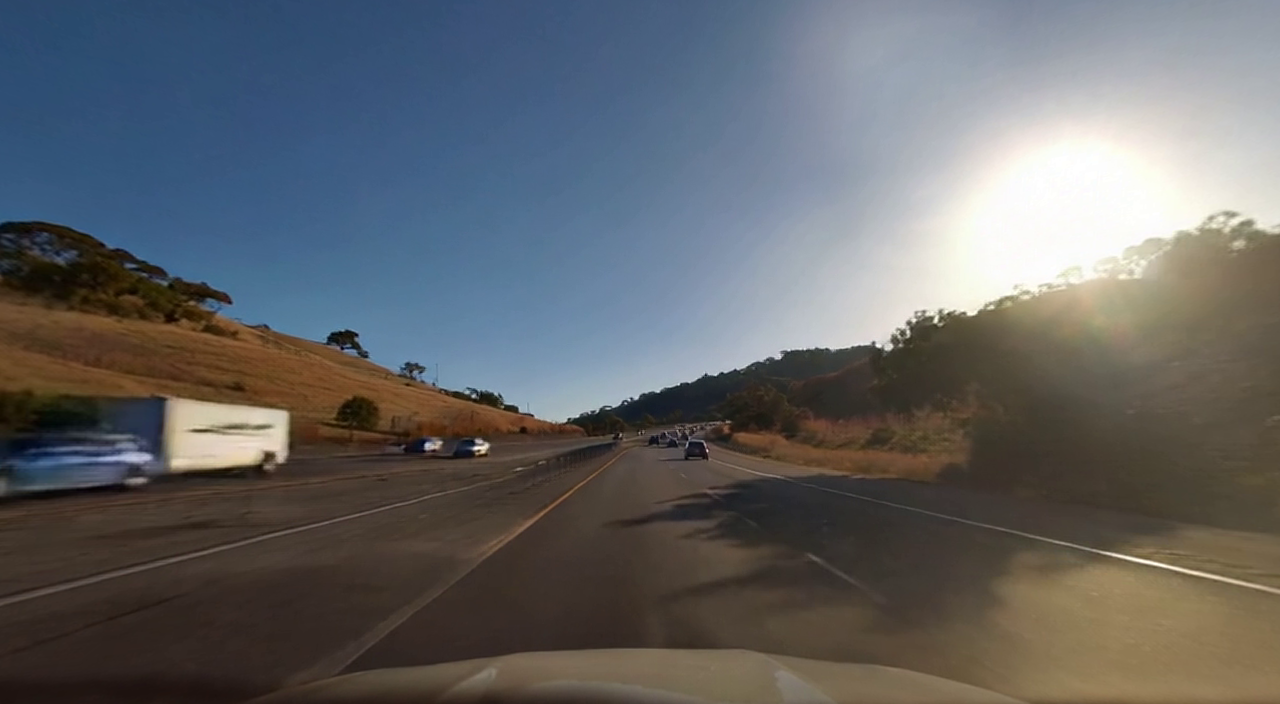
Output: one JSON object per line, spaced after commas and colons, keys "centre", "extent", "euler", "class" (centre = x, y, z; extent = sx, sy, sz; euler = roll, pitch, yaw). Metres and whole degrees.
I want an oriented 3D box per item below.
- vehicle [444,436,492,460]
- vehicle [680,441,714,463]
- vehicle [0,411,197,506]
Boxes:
{"centre": [-13.074, 7.311, 48.074], "extent": [2.098, 1.724, 4.494], "euler": [0, -8, 4], "class": "vehicle"}
{"centre": [3.960, 7.079, 44.681], "extent": [1.943, 1.490, 4.246], "euler": [0, -8, -1], "class": "vehicle"}
{"centre": [-14.693, 2.598, 15.678], "extent": [2.671, 1.976, 6.166], "euler": [0, -8, 2], "class": "vehicle"}
